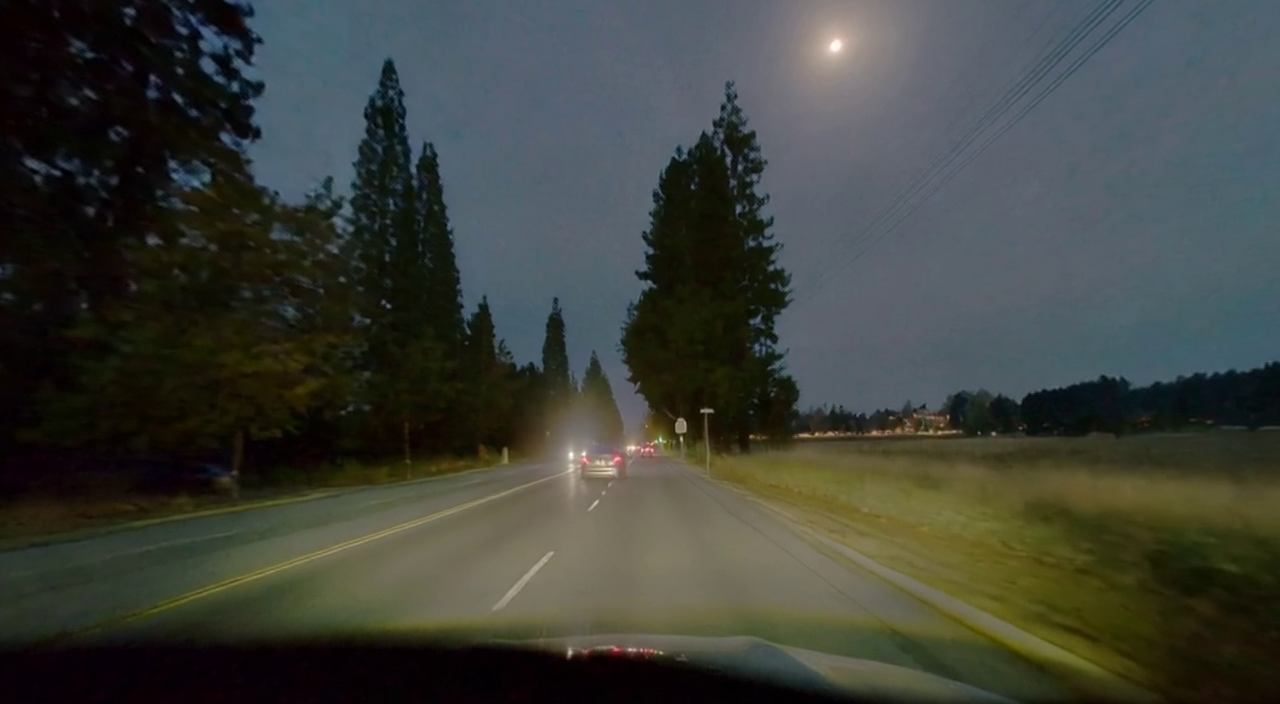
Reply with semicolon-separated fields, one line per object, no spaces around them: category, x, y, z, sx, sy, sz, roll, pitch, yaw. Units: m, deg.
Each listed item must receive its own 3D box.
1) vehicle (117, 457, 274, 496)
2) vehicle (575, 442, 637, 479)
vehicle;-18.053;5.070;25.781;4.916;1.474;2.008;0;-9;1
vehicle;-1.361;4.624;27.059;2.153;1.461;4.374;-1;-9;3
